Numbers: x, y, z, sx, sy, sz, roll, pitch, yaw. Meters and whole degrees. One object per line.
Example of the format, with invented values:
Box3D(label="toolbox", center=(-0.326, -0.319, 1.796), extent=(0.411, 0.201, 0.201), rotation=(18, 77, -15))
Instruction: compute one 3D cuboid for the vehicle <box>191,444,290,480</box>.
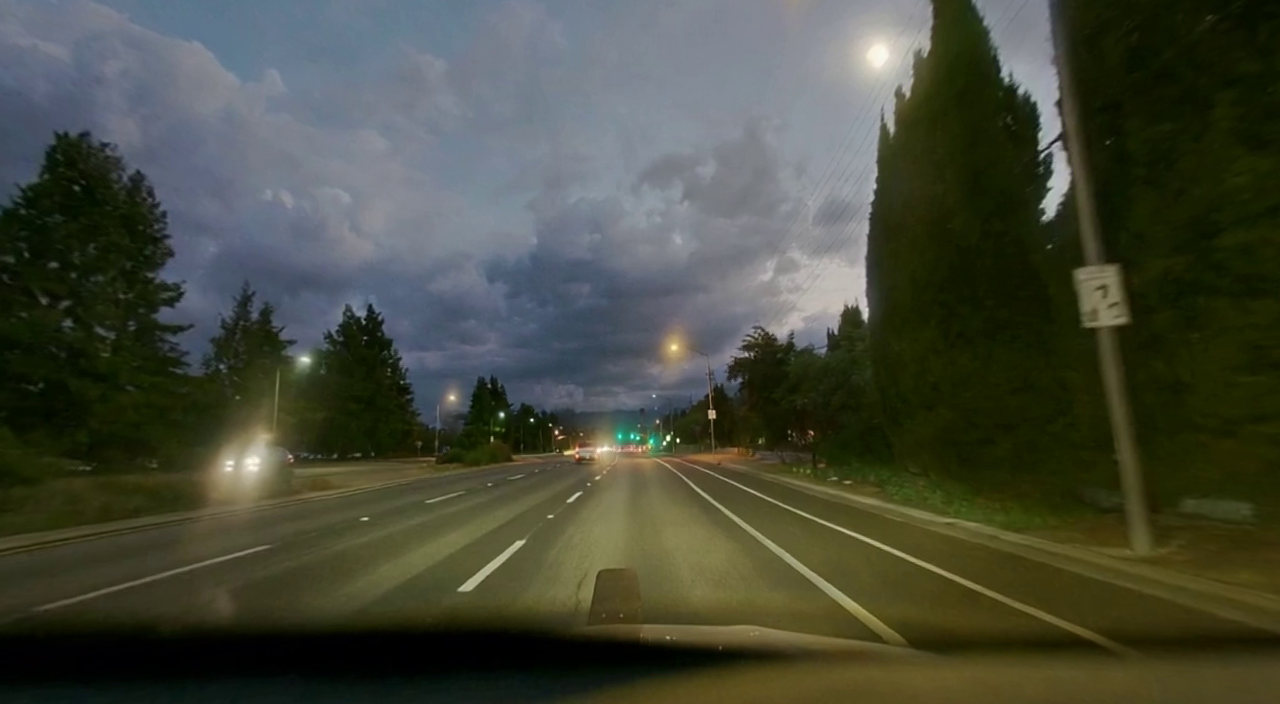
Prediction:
Box3D(label="vehicle", center=(-21.314, 5.856, 33.999), extent=(2.066, 1.794, 4.786), rotation=(0, -8, 1))

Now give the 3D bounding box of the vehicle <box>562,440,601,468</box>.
Box3D(label="vehicle", center=(-3.708, 6.522, 40.564), extent=(2.121, 1.654, 3.993), rotation=(0, -8, 0))
